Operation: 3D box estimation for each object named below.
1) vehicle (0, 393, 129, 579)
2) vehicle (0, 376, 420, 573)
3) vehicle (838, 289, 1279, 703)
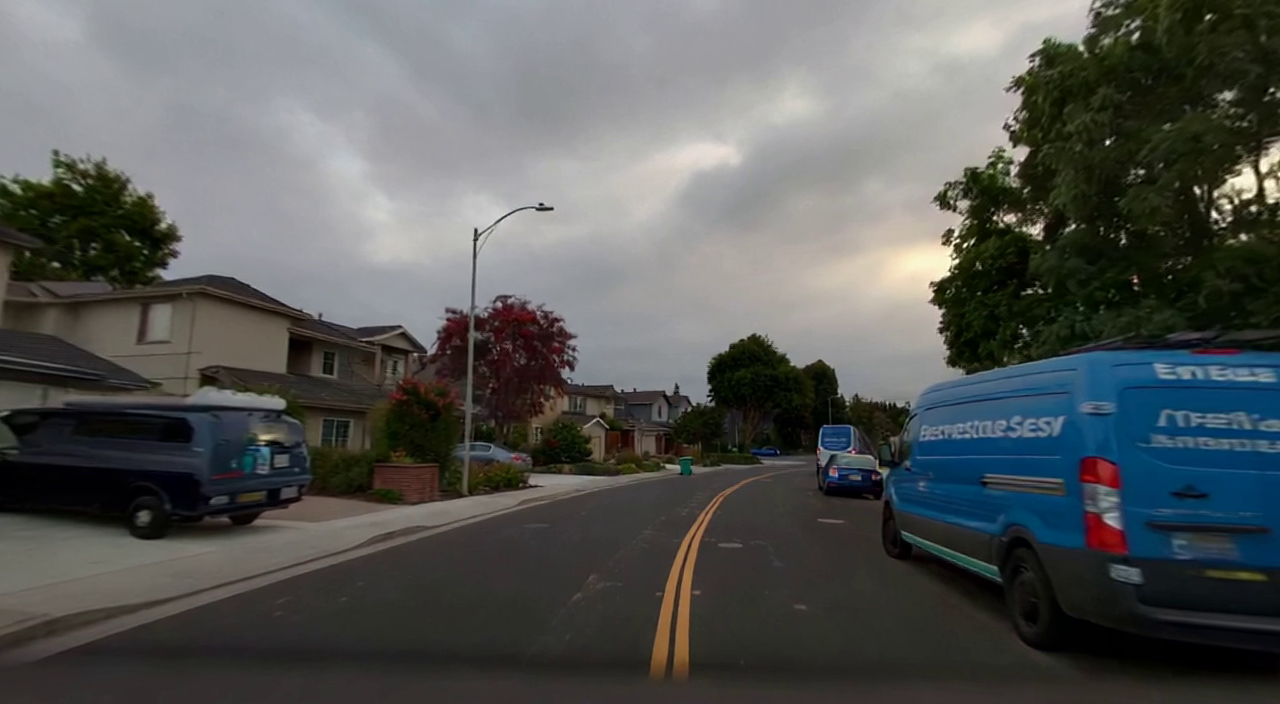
[{"bbox_3d":[-7.973,1.307,6.242,4.021,1.717,2.083,0,-9,2],"label":"vehicle"},{"bbox_3d":[-6.728,1.519,8.744,6.291,2.113,2.673,1,-7,5],"label":"vehicle"},{"bbox_3d":[3.805,1.206,5.338,2.748,2.031,6.288,-1,-9,5],"label":"vehicle"}]
